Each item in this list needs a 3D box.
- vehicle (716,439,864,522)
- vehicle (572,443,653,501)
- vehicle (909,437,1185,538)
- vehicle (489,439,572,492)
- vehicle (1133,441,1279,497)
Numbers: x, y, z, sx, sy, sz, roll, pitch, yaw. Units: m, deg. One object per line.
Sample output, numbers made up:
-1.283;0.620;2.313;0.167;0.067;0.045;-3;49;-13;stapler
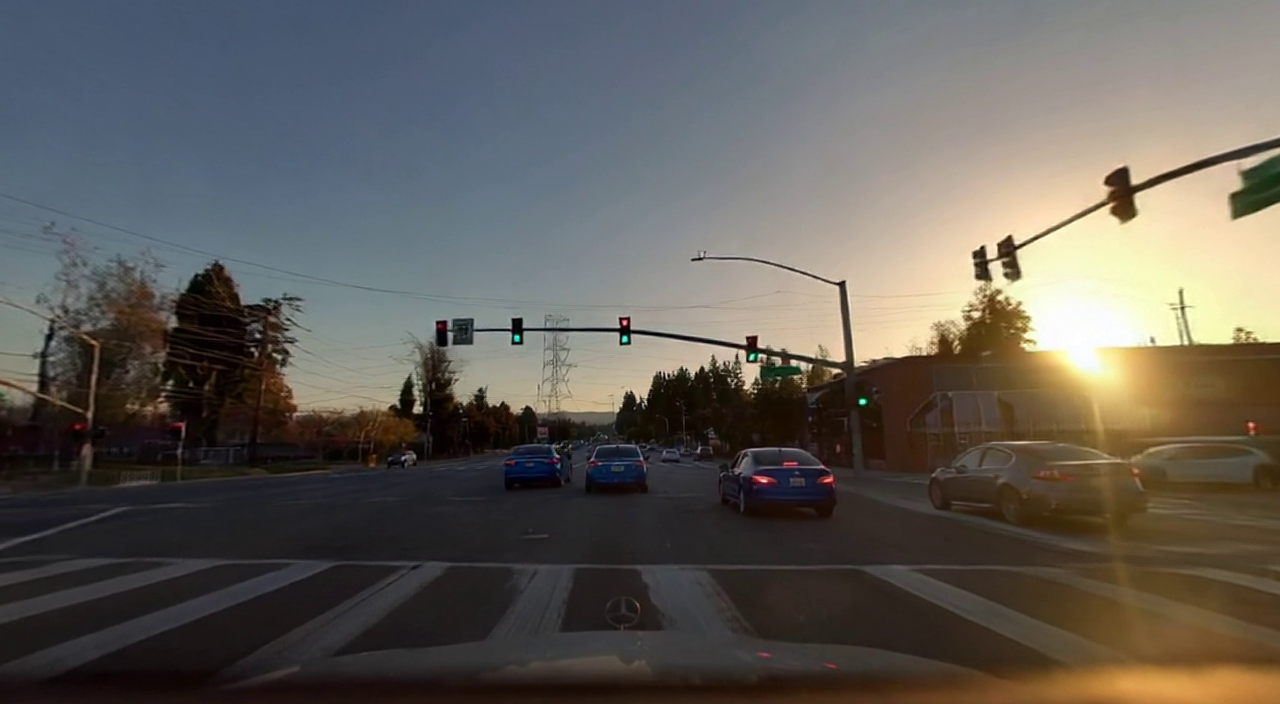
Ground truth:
3.038;2.699;13.888;2.053;1.490;4.464;0;-8;-1;vehicle
-0.737;3.400;18.388;2.065;1.464;4.216;0;-8;-1;vehicle
6.907;2.312;11.489;2.004;1.455;4.417;0;-8;-1;vehicle
-3.610;3.828;21.714;2.073;1.606;4.364;0;-8;0;vehicle
17.126;3.212;17.609;4.828;1.456;2.037;-1;-9;8;vehicle
